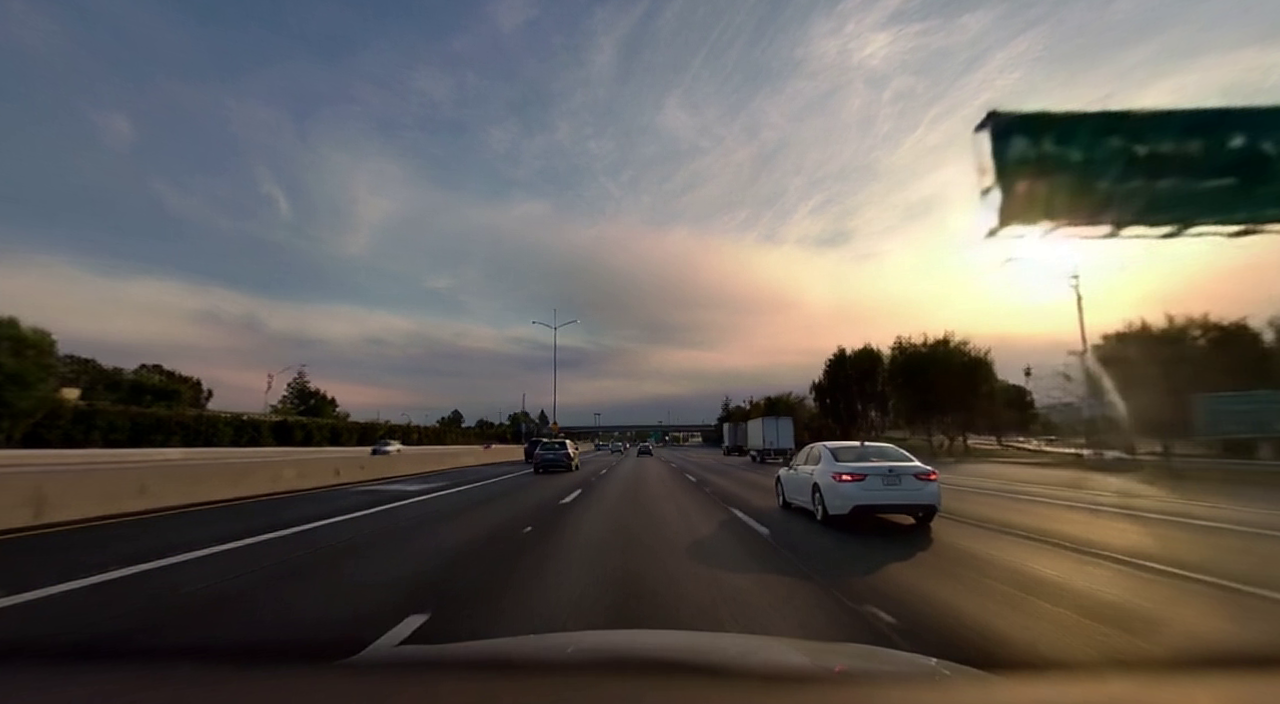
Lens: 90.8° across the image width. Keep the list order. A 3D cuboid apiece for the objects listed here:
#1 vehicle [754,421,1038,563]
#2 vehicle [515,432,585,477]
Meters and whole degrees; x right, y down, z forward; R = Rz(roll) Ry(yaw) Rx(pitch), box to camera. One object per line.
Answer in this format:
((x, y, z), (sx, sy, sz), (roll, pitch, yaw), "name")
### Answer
((3.275, 1.909, 9.487), (2.107, 1.550, 4.949), (0, -8, -1), "vehicle")
((-3.698, 4.335, 26.873), (2.193, 1.746, 4.512), (0, -8, 1), "vehicle")
